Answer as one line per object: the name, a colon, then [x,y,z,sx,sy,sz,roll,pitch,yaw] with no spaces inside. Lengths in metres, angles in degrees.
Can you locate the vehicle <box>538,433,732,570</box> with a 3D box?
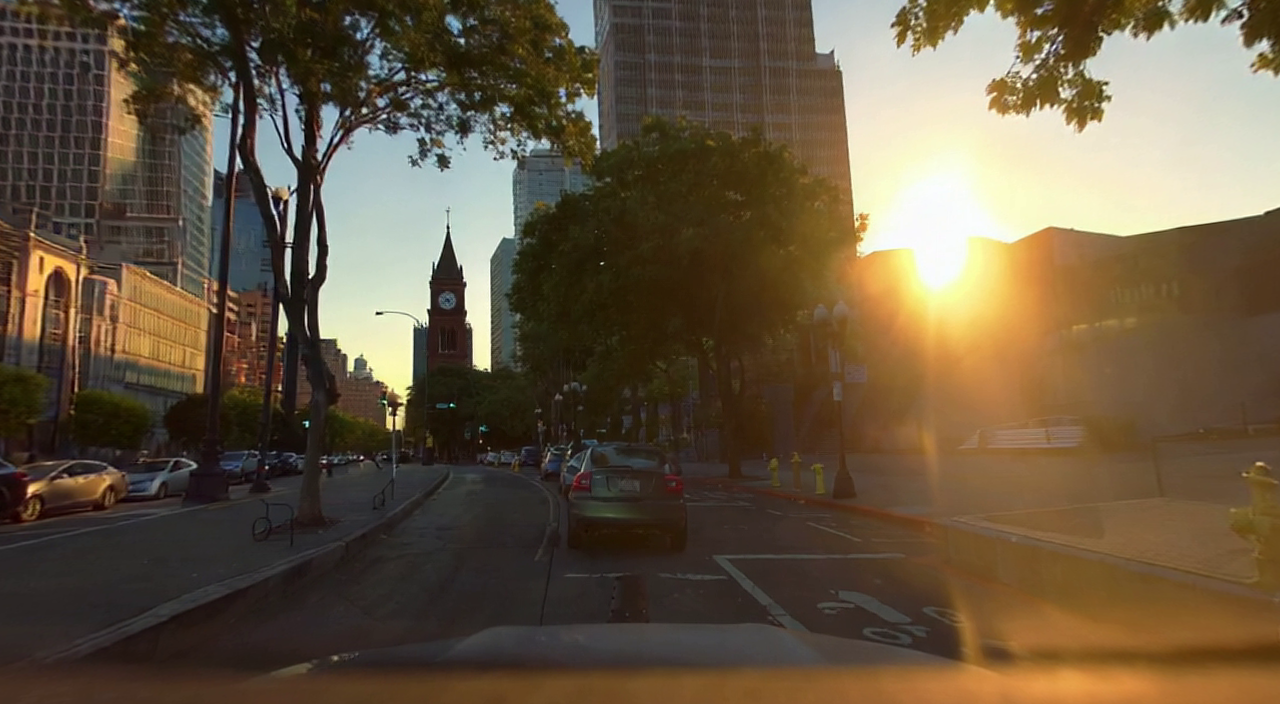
vehicle: [-0.234,1.940,9.029,2.142,1.475,4.051,1,-8,-6]
